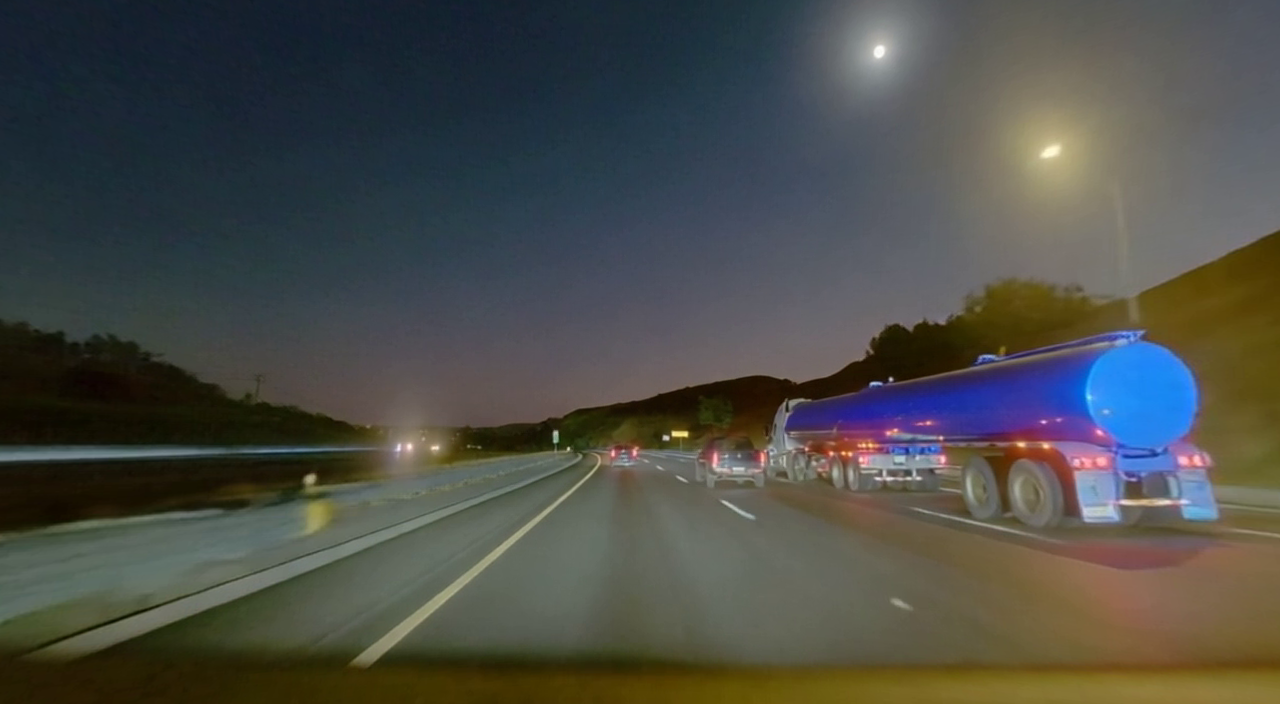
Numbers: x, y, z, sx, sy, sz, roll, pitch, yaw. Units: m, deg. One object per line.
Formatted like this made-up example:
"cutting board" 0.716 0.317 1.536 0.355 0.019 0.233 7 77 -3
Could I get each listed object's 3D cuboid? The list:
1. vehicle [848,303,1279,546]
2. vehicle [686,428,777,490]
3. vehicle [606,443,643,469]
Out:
"vehicle" 7.565 1.657 13.336 2.805 3.212 9.978 0 -9 -1
"vehicle" 2.859 3.470 20.840 2.098 1.794 4.561 0 -9 -3
"vehicle" -0.953 6.157 37.584 2.083 1.477 3.965 0 -9 -3
